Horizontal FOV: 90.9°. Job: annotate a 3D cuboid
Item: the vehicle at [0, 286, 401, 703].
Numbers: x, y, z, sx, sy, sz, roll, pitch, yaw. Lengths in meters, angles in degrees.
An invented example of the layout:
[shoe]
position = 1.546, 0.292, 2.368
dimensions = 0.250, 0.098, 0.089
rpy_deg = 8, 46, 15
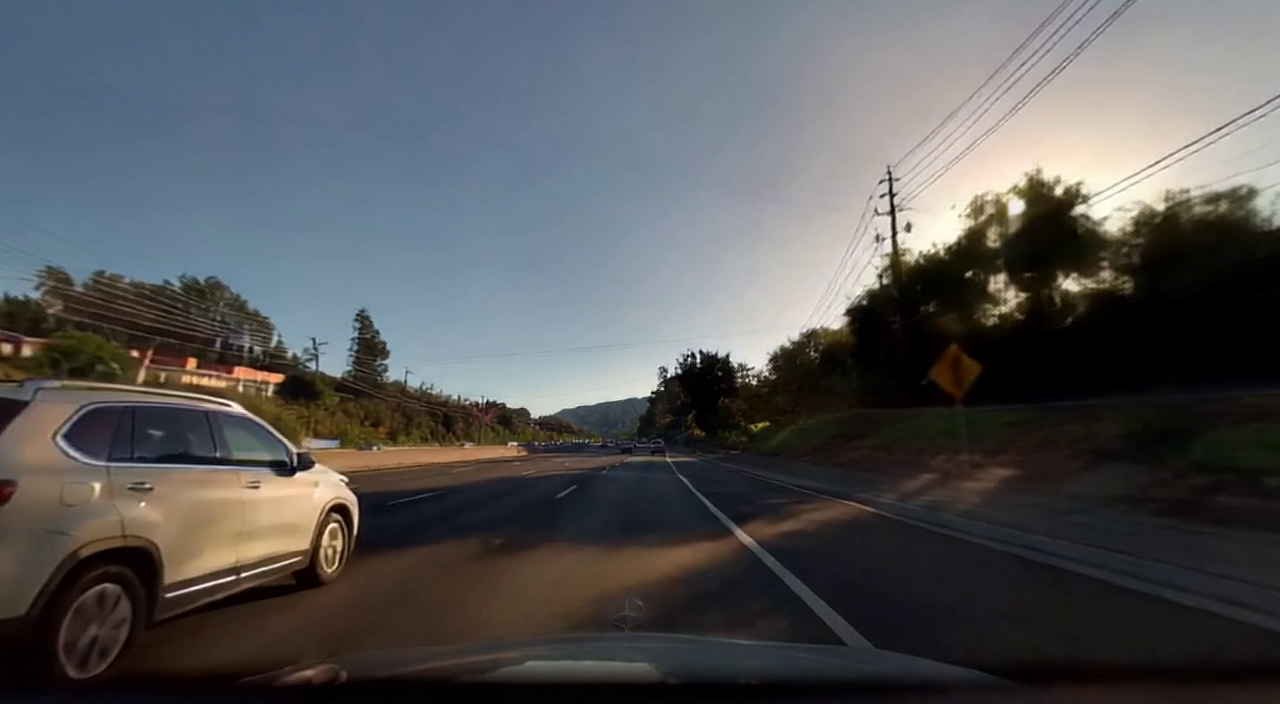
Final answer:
[vehicle]
position = -3.693, 0.953, 4.170
dimensions = 2.136, 1.975, 5.037
rpy_deg = 0, -8, 1
